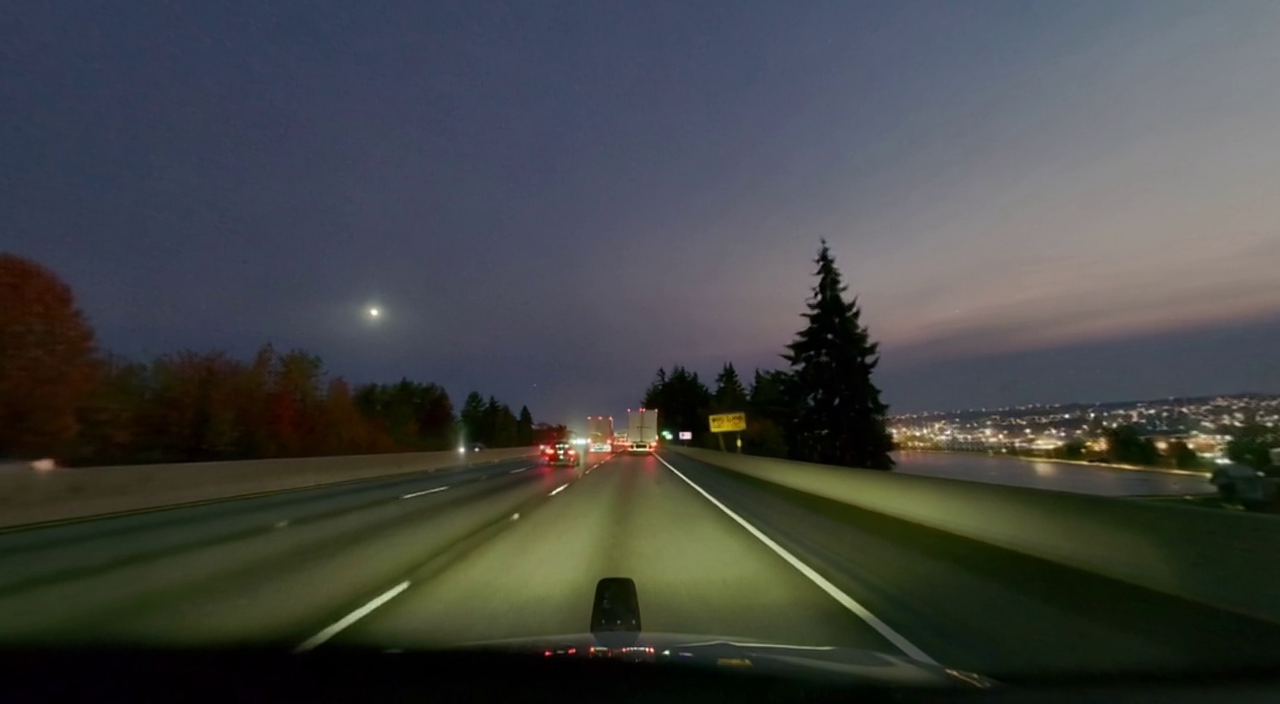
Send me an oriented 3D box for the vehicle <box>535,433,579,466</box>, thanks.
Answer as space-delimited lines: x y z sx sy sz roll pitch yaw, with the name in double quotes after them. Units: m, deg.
-4.985 5.919 38.450 2.127 1.839 4.984 0 -8 -2 "vehicle"
